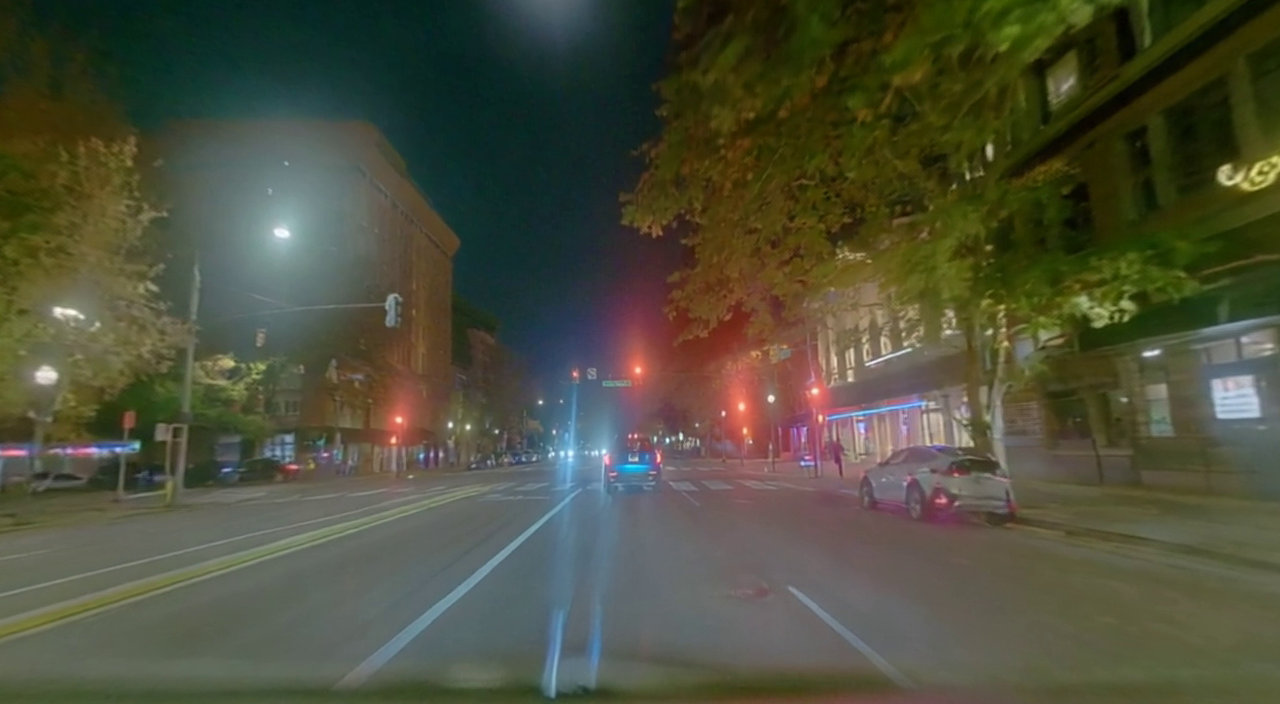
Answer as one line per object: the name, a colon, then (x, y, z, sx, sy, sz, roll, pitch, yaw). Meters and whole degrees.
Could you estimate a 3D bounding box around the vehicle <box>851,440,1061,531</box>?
vehicle: (6.059, 2.579, 12.832, 1.986, 1.515, 4.265, 0, -9, -1)

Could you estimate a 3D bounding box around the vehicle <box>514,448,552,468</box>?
vehicle: (-8.398, 8.374, 49.961, 2.152, 1.468, 4.737, 0, -9, 0)

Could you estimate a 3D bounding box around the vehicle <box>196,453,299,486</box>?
vehicle: (-21.863, 6.520, 35.273, 4.427, 1.757, 2.125, -1, -9, 9)

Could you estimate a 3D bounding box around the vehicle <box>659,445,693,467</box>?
vehicle: (2.608, 7.647, 46.580, 2.209, 1.478, 4.138, 0, -9, -1)

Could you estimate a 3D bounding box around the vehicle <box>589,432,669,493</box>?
vehicle: (-0.367, 3.654, 21.224, 2.382, 1.796, 4.610, 0, -9, -1)
